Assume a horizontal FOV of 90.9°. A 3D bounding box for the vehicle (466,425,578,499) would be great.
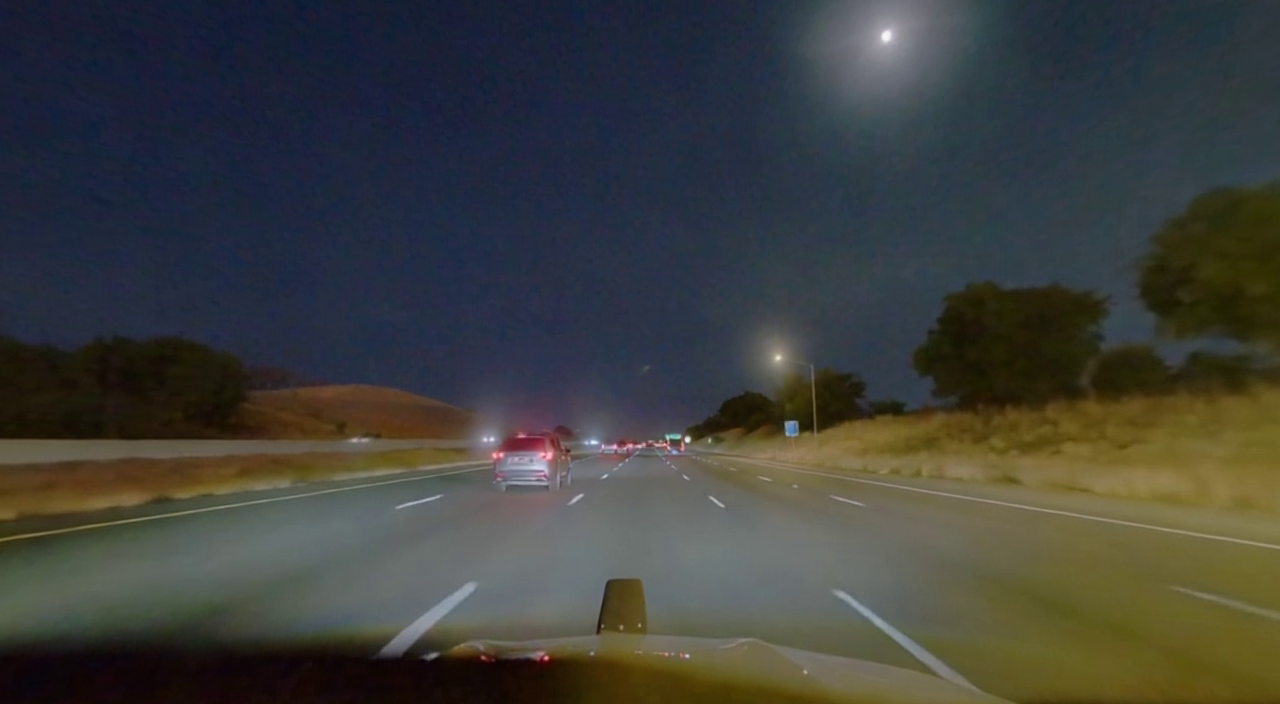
[{"bbox_3d":[-3.208,3.135,18.336,2.218,1.848,4.789,0,-9,1],"label":"vehicle"}]
